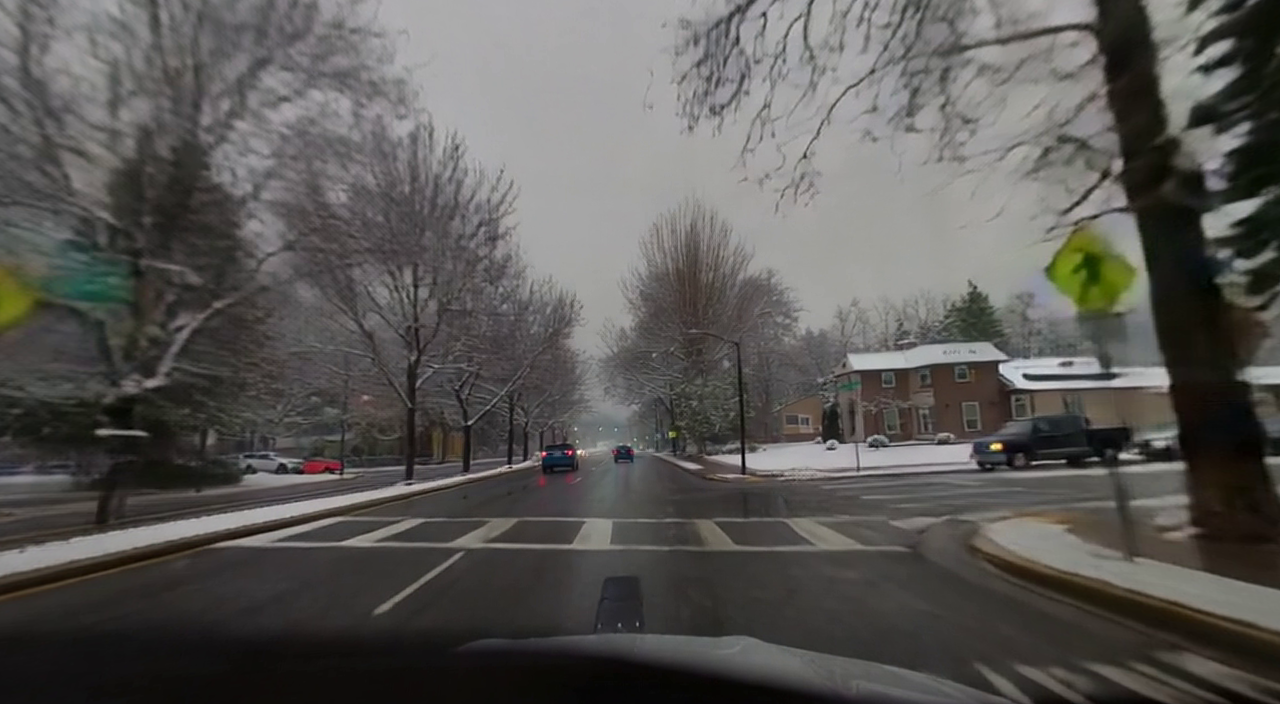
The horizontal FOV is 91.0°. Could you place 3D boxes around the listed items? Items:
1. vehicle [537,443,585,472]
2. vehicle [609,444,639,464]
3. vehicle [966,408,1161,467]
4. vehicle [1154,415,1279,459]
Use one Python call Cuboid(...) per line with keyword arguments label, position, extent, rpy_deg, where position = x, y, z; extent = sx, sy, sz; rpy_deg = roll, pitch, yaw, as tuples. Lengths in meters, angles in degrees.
Cuboid(label="vehicle", position=(-4.177, 5.639, 33.946), extent=(2.083, 1.460, 4.527), rpy_deg=(0, -8, -1))
Cuboid(label="vehicle", position=(-1.182, 7.727, 47.793), extent=(2.187, 1.478, 4.138), rpy_deg=(0, -8, -1))
Cuboid(label="vehicle", position=(15.074, 3.090, 22.700), extent=(5.230, 2.007, 2.410), rpy_deg=(0, -8, 1))
Cuboid(label="vehicle", position=(22.175, 3.111, 22.988), extent=(5.025, 1.532, 1.958), rpy_deg=(0, -8, 0))
